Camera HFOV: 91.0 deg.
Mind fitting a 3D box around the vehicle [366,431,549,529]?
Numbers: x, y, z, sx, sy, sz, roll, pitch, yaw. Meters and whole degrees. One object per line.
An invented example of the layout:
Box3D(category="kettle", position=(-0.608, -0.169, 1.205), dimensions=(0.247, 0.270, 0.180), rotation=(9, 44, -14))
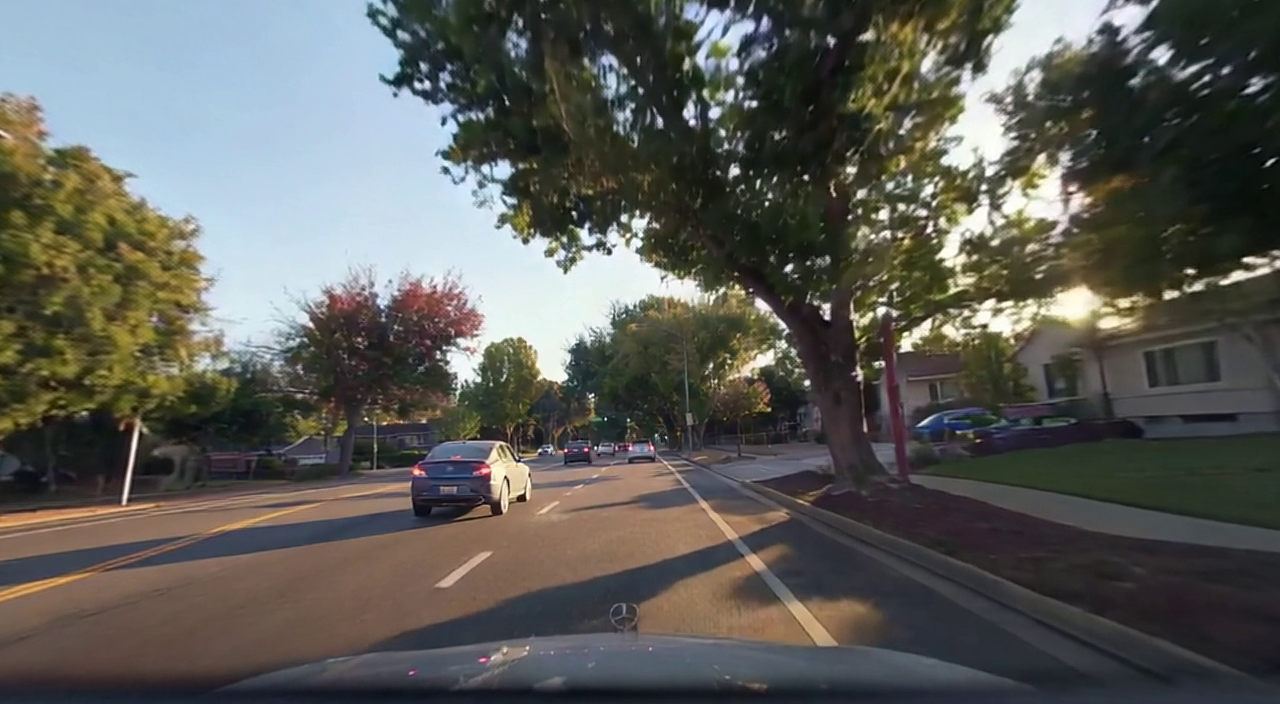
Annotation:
Box3D(category="vehicle", position=(-3.078, 2.260, 11.761), dimensions=(2.030, 1.467, 4.403), rotation=(0, -8, 1))

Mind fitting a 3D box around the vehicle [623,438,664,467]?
Box3D(category="vehicle", position=(0.177, 5.390, 33.879), dimensions=(2.065, 1.456, 4.099), rotation=(0, -8, 0))

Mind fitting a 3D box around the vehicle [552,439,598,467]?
Box3D(category="vehicle", position=(-3.573, 5.643, 35.365), dimensions=(2.114, 1.500, 3.912), rotation=(0, -8, 0))
